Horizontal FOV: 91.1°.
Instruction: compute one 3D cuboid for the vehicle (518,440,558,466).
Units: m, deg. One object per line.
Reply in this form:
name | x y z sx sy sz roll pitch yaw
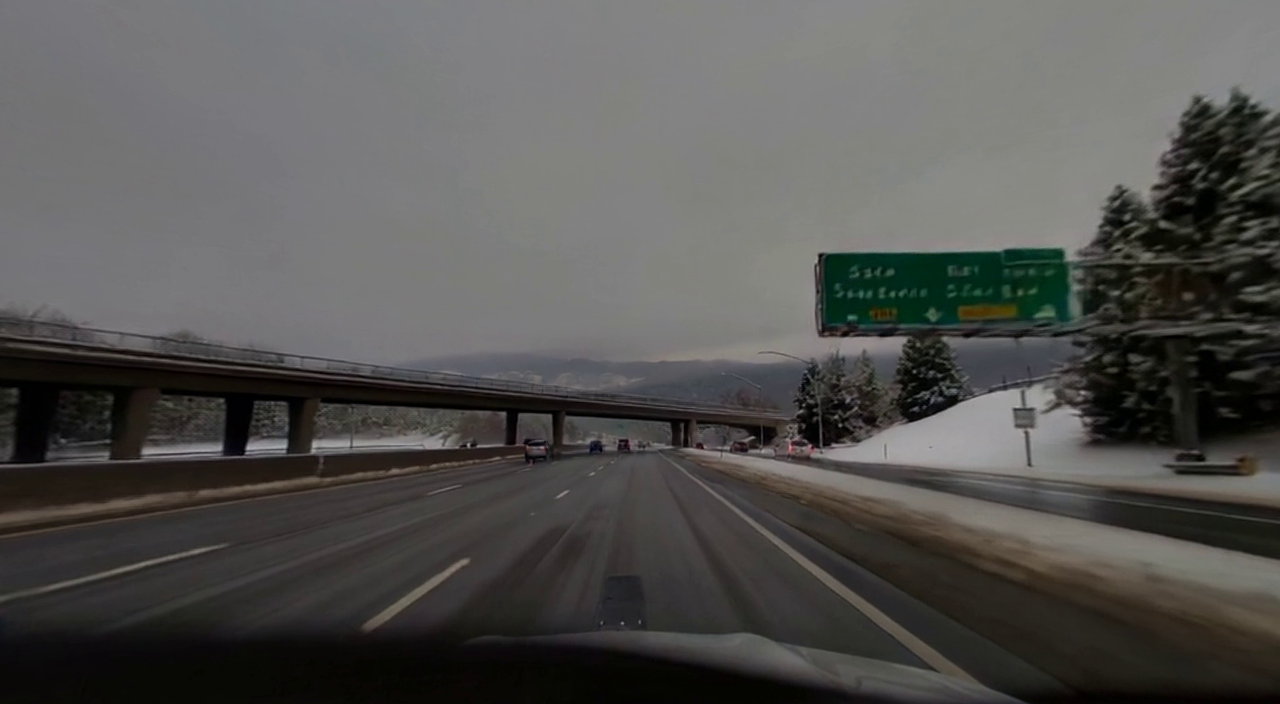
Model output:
vehicle | -6.850 6.811 42.557 1.935 1.633 3.955 0 -8 1
